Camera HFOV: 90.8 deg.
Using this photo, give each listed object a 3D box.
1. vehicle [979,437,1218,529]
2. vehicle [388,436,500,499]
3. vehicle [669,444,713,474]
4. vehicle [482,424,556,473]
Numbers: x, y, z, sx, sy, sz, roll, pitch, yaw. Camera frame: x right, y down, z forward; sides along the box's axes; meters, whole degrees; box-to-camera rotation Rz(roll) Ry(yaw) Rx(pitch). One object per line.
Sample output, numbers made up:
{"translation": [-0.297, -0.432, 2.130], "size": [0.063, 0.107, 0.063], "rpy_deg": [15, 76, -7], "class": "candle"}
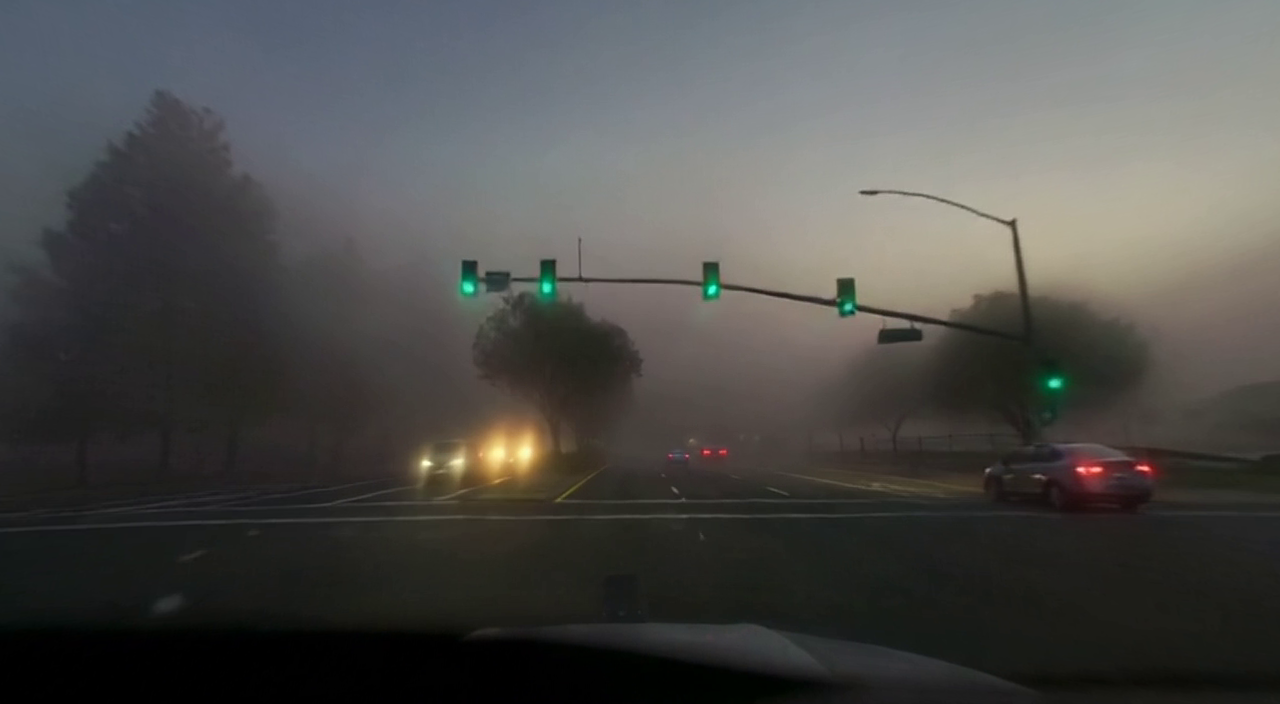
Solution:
{"translation": [9.436, 2.682, 13.578], "size": [1.798, 1.621, 4.304], "rpy_deg": [0, -8, -1], "class": "vehicle"}
{"translation": [-5.700, 3.354, 18.937], "size": [1.986, 1.502, 4.224], "rpy_deg": [-4, -8, 0], "class": "vehicle"}
{"translation": [2.737, 5.878, 34.850], "size": [1.917, 1.538, 4.259], "rpy_deg": [0, -9, -2], "class": "vehicle"}
{"translation": [-5.780, 4.729, 31.157], "size": [2.425, 2.167, 5.888], "rpy_deg": [0, -9, 1], "class": "vehicle"}
